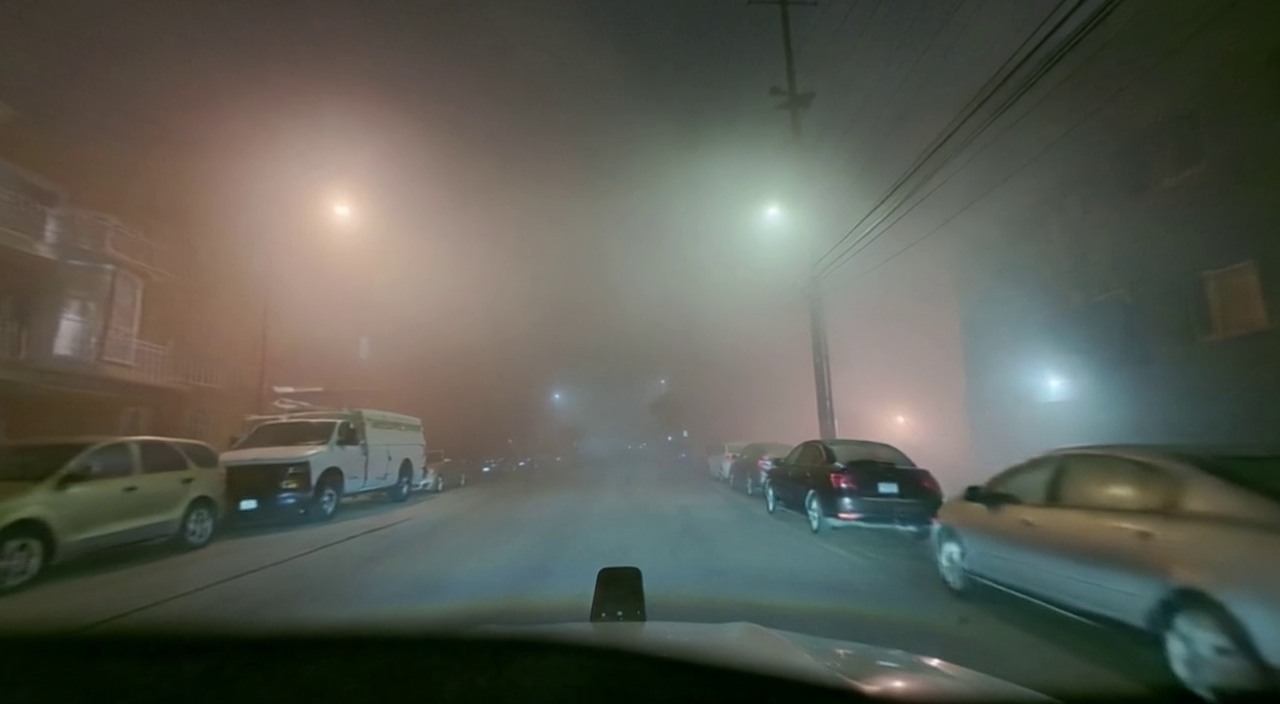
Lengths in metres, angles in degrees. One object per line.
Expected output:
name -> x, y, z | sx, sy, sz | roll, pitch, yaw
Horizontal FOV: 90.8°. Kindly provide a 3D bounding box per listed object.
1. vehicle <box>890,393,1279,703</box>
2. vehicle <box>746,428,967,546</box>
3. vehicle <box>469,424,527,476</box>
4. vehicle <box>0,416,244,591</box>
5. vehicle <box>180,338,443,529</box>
vehicle -> 3.688, 1.194, 4.275 | 2.028, 1.555, 4.595 | 0, -9, -1
vehicle -> 3.346, 2.195, 11.038 | 2.057, 1.554, 4.905 | 0, -9, -1
vehicle -> -7.194, 5.001, 32.373 | 1.889, 2.463, 4.142 | 0, -9, 1
vehicle -> -7.695, 1.909, 8.434 | 1.955, 1.804, 4.523 | -3, -9, -1
vehicle -> -7.515, 2.064, 15.839 | 2.901, 3.610, 6.707 | -3, -8, 1
